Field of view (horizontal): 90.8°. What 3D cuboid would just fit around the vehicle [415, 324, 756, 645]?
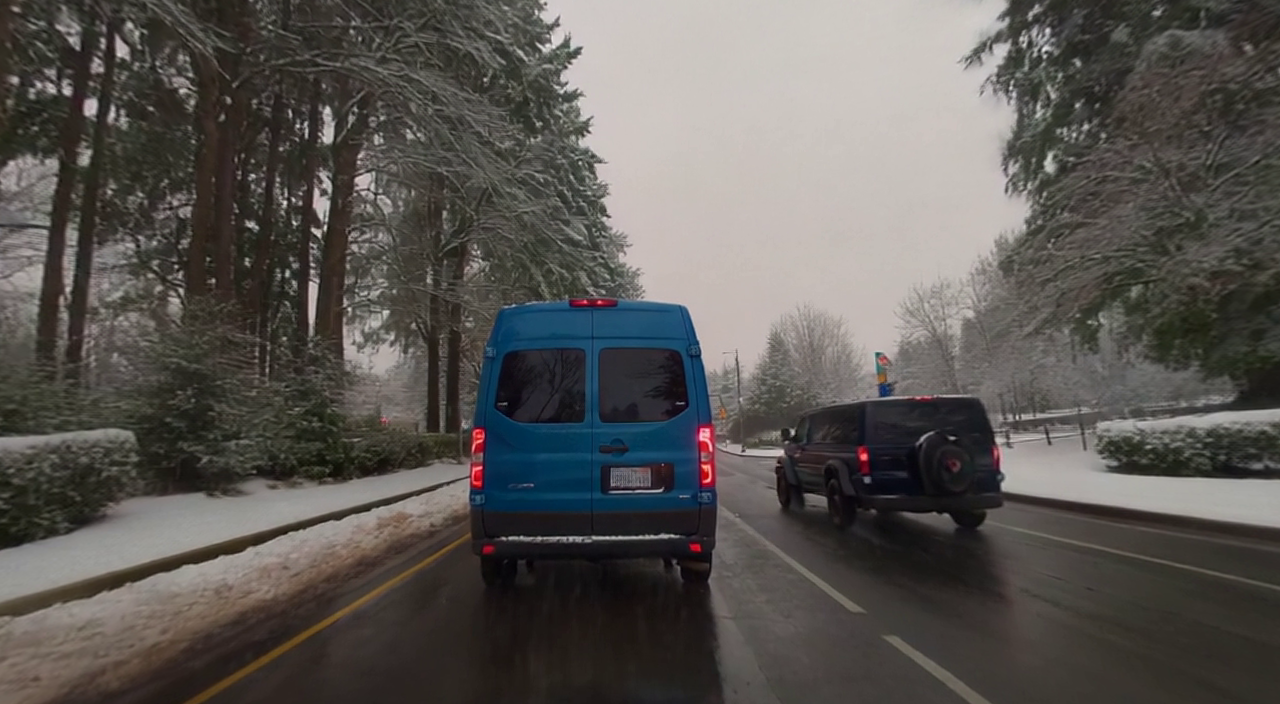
[{"bbox_3d":[-0.305,1.144,6.252,2.145,2.046,4.309,0,-9,1],"label":"vehicle"}]

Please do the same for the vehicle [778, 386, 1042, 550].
[{"bbox_3d":[3.551,1.625,9.315,1.988,1.873,3.968,0,-9,-2],"label":"vehicle"}]
